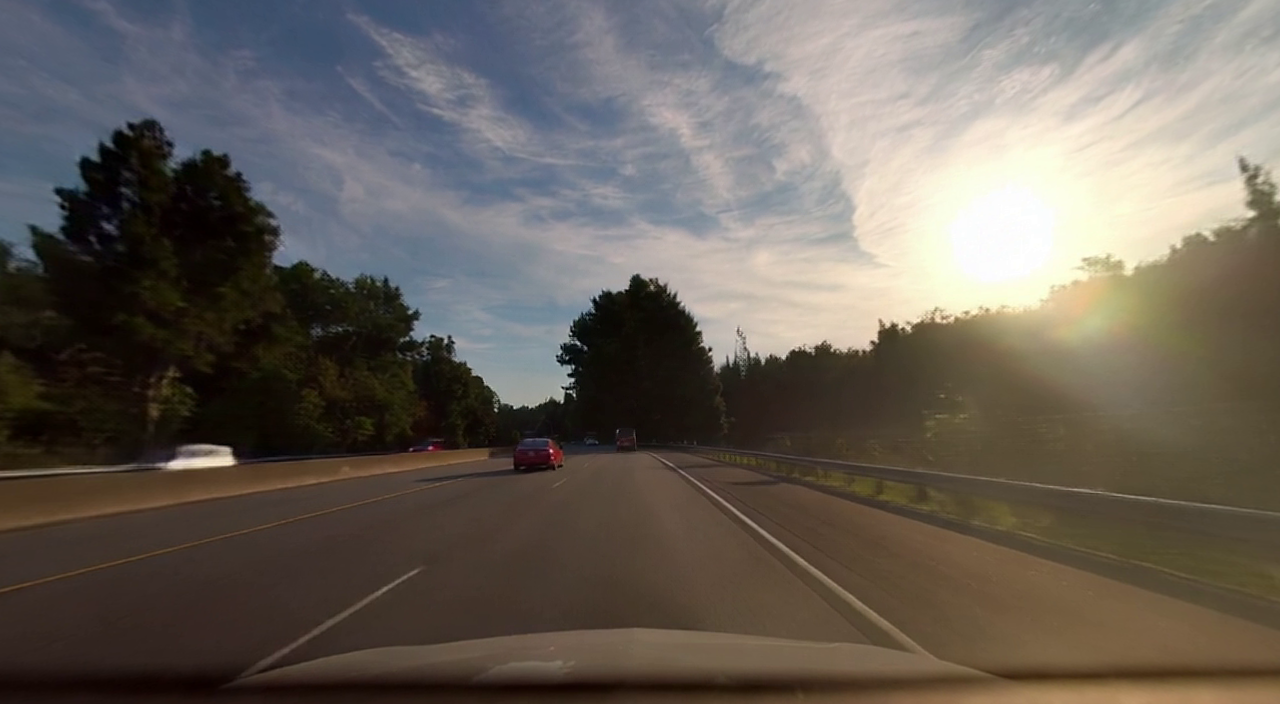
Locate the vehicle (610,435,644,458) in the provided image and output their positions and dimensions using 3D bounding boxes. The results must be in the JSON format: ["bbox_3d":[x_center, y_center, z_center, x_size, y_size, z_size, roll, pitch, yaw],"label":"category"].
[{"bbox_3d":[-0.840,6.239,41.710,2.162,1.460,4.242,0,-8,0],"label":"vehicle"}]

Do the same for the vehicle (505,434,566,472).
[{"bbox_3d":[-4.309,4.202,26.528,1.907,1.445,4.049,0,-8,-1],"label":"vehicle"}]
